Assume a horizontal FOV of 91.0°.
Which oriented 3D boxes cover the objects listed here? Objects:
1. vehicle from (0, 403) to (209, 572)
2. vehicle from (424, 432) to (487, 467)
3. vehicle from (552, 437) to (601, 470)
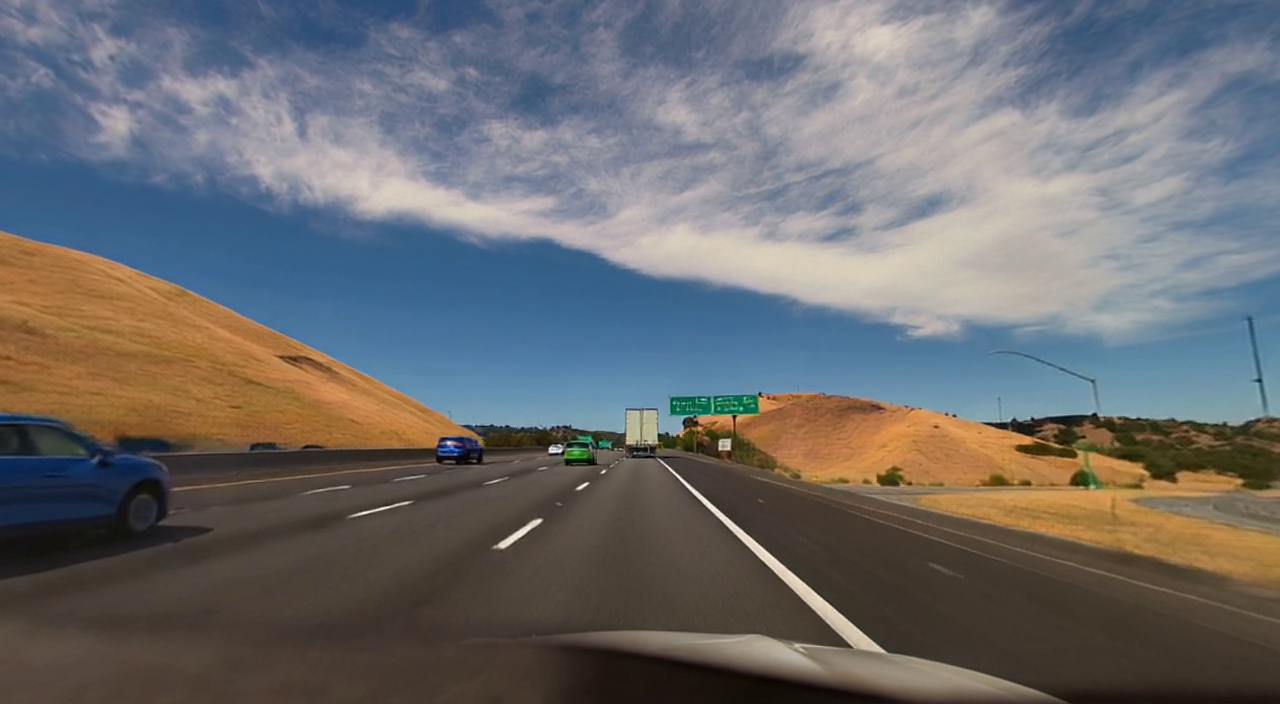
[{"bbox_3d":[-7.474,1.427,6.842,2.098,1.678,4.822,0,-9,0],"label":"vehicle"},{"bbox_3d":[-10.817,5.743,37.307,2.111,1.906,5.028,0,-9,1],"label":"vehicle"},{"bbox_3d":[-3.540,5.747,35.907,2.194,1.725,4.698,0,-9,1],"label":"vehicle"}]
